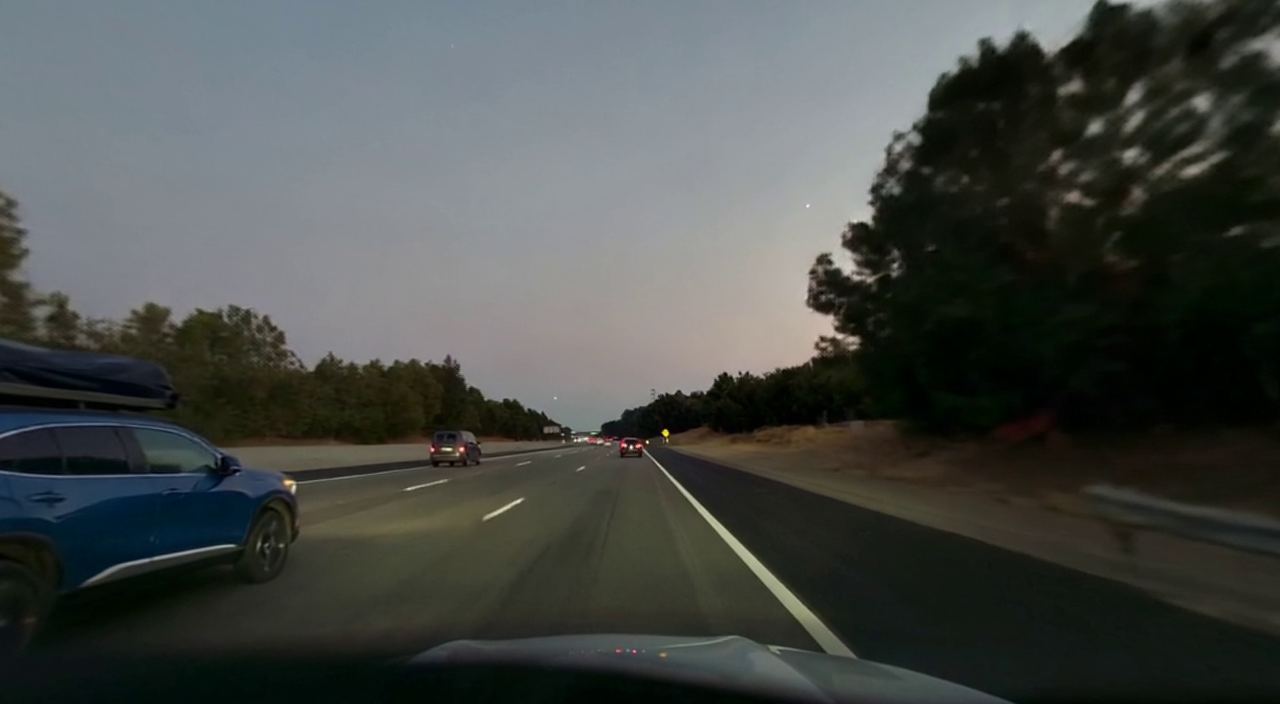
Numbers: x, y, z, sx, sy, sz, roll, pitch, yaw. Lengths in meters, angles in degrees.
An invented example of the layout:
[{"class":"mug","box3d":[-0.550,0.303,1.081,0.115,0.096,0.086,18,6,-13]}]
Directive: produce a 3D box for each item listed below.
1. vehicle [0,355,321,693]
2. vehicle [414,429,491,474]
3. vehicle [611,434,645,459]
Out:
[{"class":"vehicle","box3d":[-4.393,1.033,4.271,2.069,1.748,4.652,0,-8,-1]},{"class":"vehicle","box3d":[-7.939,4.227,27.140,1.964,1.745,4.338,0,-8,0]},{"class":"vehicle","box3d":[-0.805,6.460,43.239,2.178,1.658,3.916,0,-8,-1]}]
